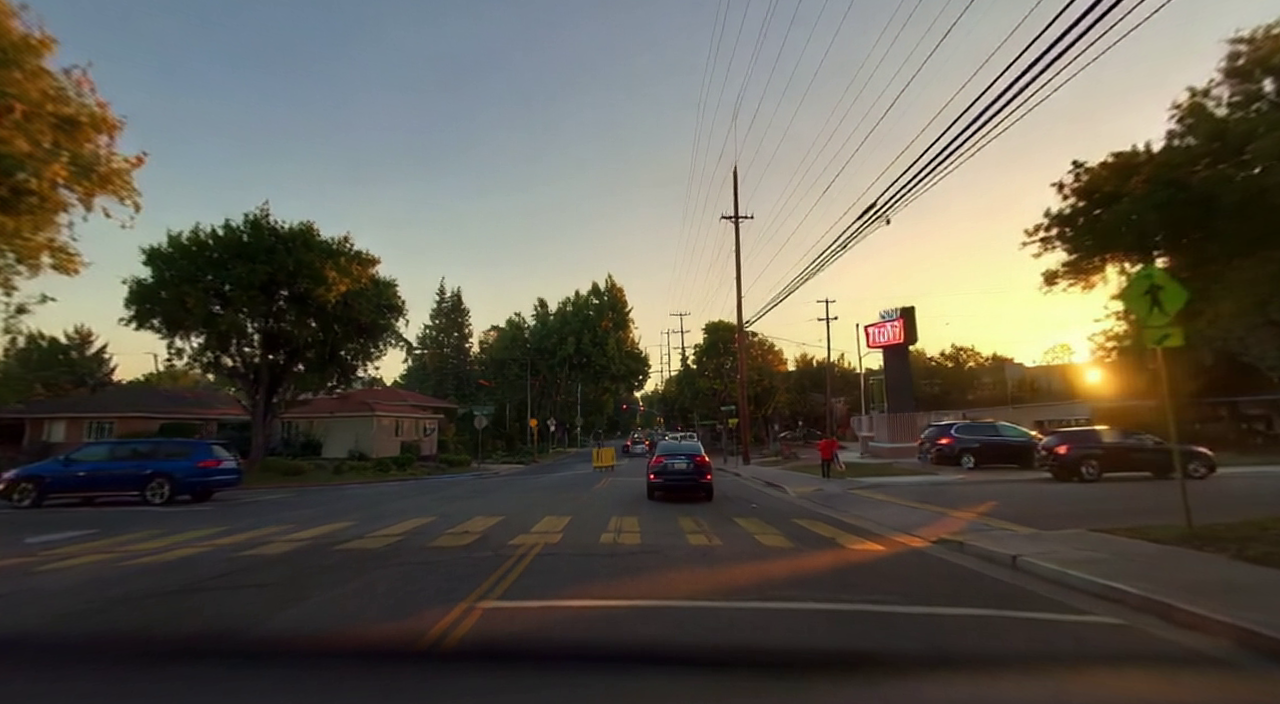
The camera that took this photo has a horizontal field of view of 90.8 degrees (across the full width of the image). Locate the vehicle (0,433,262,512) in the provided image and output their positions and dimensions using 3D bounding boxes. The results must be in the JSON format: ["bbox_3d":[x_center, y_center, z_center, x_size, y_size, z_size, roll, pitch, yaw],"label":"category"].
[{"bbox_3d":[-13.792,3.142,16.814,5.866,1.904,2.197,1,-9,-6],"label":"vehicle"}]

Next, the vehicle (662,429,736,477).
[{"bbox_3d":[2.439,4.412,27.740,2.553,1.868,5.536,0,-8,-2],"label":"vehicle"}]

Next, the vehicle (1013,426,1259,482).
[{"bbox_3d":[13.123,2.736,17.002,4.872,1.400,1.955,0,-8,3],"label":"vehicle"}]

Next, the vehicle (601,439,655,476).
[{"bbox_3d":[-0.578,4.415,26.696,1.874,1.427,3.976,1,-9,-6],"label":"vehicle"}]
